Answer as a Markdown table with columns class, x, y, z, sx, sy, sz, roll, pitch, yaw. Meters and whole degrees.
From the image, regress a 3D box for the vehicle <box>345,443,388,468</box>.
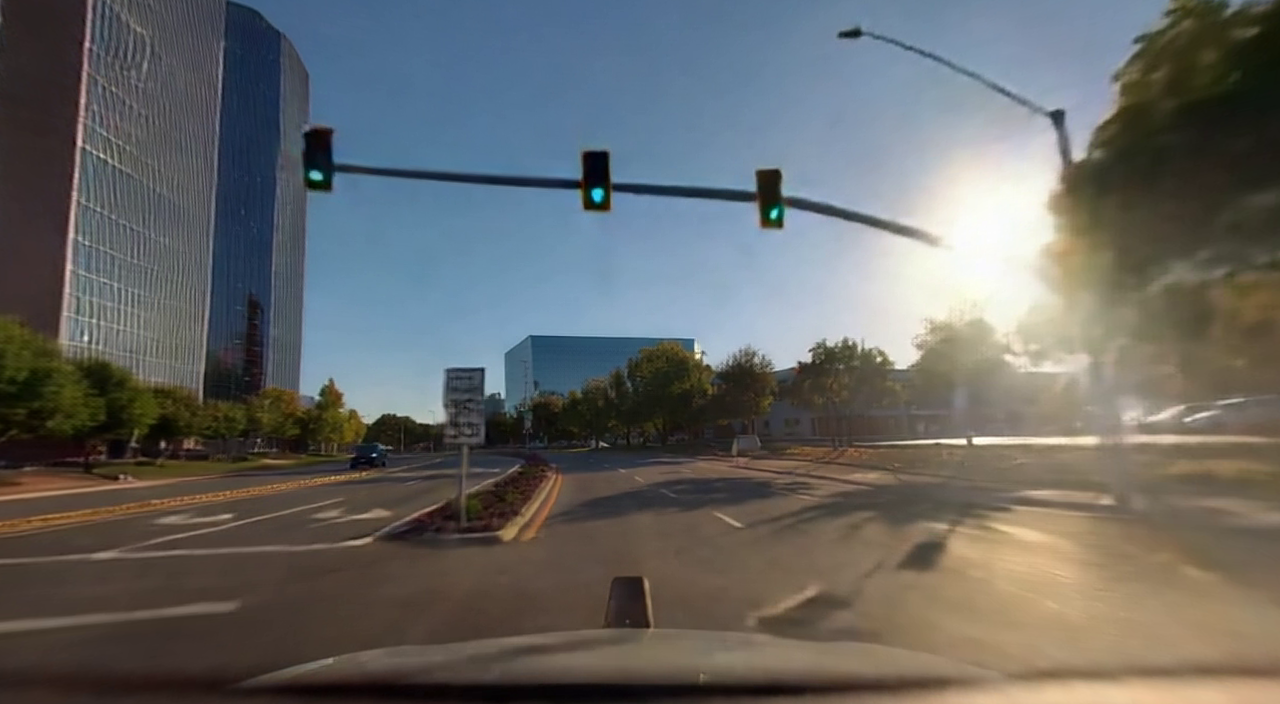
| class | x | y | z | sx | sy | sz | roll | pitch | yaw |
| --- | --- | --- | --- | --- | --- | --- | --- | --- | --- |
| vehicle | -21.079 | 7.981 | 48.724 | 2.091 | 1.809 | 4.550 | 2 | -8 | -12 |
